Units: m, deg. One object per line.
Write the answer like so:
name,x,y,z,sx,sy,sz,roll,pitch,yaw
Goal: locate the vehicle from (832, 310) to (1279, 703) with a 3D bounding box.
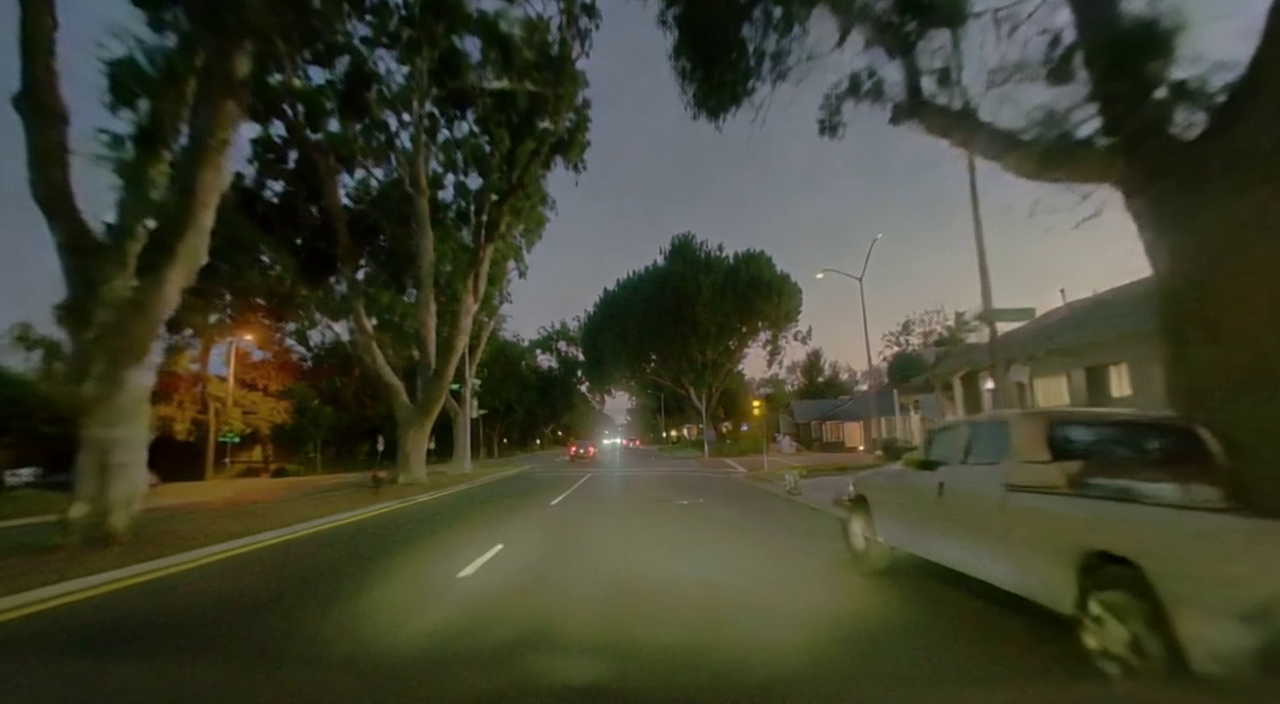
vehicle,3.427,1.054,3.881,2.388,1.879,6.303,2,-8,-2
